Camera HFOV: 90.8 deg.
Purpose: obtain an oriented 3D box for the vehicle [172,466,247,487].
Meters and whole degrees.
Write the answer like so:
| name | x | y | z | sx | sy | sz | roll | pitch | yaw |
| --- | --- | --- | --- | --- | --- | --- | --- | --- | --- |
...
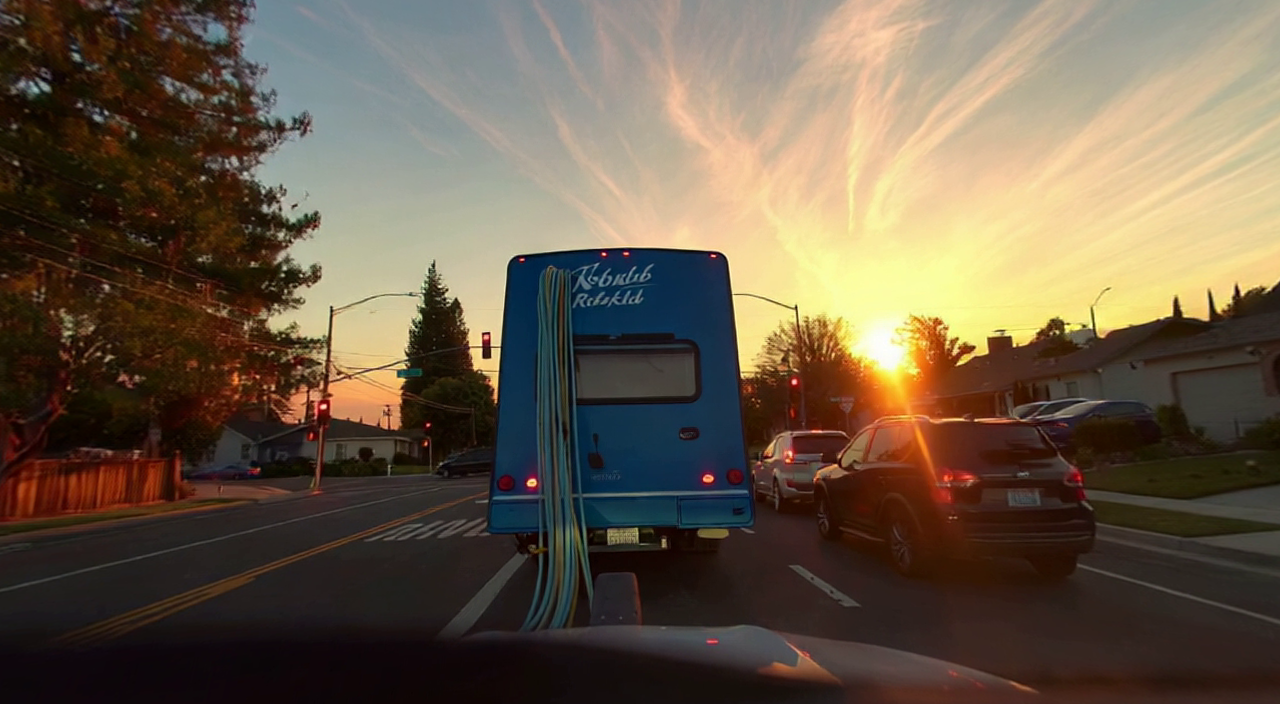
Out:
| name | x | y | z | sx | sy | sz | roll | pitch | yaw |
| --- | --- | --- | --- | --- | --- | --- | --- | --- | --- |
| vehicle | -32.646 | 9.412 | 47.957 | 4.311 | 1.458 | 1.707 | 0 | -9 | -3 |

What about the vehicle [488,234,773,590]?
| name | x | y | z | sx | sy | sz | roll | pitch | yaw |
| --- | --- | --- | --- | --- | --- | --- | --- | --- | --- |
| vehicle | -0.097 | 1.133 | 10.327 | 2.709 | 3.511 | 8.213 | 0 | -9 | 0 |

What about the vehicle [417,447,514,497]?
| name | x | y | z | sx | sy | sz | roll | pitch | yaw |
| --- | --- | --- | --- | --- | --- | --- | --- | --- | --- |
| vehicle | -5.790 | 4.012 | 21.631 | 1.979 | 1.483 | 4.668 | 0 | -9 | 0 |

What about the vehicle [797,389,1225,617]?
| name | x | y | z | sx | sy | sz | roll | pitch | yaw |
| --- | --- | --- | --- | --- | --- | --- | --- | --- | --- |
| vehicle | 3.407 | 1.490 | 7.131 | 2.104 | 1.735 | 4.408 | 0 | -9 | 0 |

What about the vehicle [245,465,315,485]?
| name | x | y | z | sx | sy | sz | roll | pitch | yaw |
| --- | --- | --- | --- | --- | --- | --- | --- | --- | --- |
| vehicle | -27.413 | 9.364 | 48.139 | 4.187 | 1.445 | 1.809 | 0 | -9 | 0 |
